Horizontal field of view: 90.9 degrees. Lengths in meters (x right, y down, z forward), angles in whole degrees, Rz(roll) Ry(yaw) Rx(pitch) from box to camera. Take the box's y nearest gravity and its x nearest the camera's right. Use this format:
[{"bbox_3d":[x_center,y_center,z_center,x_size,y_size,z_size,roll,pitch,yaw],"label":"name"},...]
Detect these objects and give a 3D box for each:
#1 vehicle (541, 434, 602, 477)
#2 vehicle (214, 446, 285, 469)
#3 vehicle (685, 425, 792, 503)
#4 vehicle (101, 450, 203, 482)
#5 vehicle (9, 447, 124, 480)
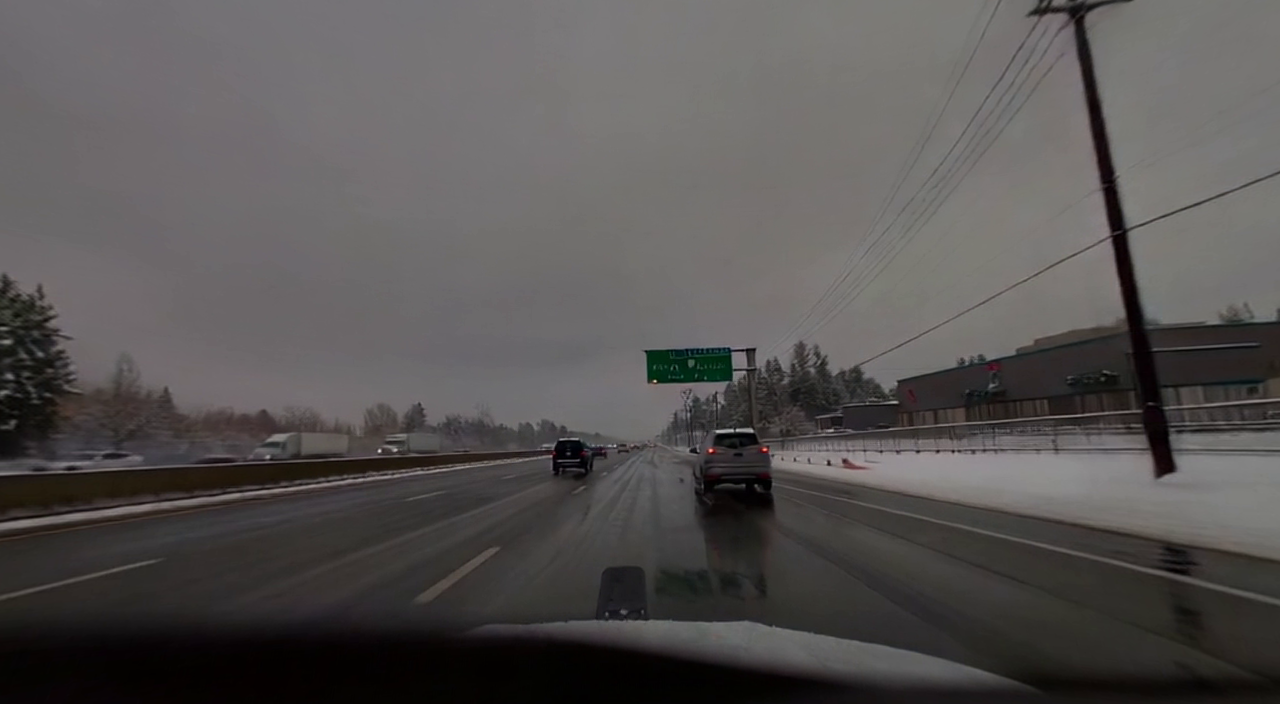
[{"bbox_3d":[-2.950,4.588,28.202,2.125,1.764,4.393,0,-8,1],"label":"vehicle"},{"bbox_3d":[-30.341,8.155,49.226,2.070,1.668,5.306,0,-8,1],"label":"vehicle"},{"bbox_3d":[2.359,2.815,16.215,2.134,1.733,4.049,0,-8,1],"label":"vehicle"},{"bbox_3d":[-24.667,5.731,32.083,2.060,1.474,3.952,0,-8,-2],"label":"vehicle"},{"bbox_3d":[-29.409,5.683,32.557,1.762,1.498,4.459,-1,-8,-1],"label":"vehicle"}]
